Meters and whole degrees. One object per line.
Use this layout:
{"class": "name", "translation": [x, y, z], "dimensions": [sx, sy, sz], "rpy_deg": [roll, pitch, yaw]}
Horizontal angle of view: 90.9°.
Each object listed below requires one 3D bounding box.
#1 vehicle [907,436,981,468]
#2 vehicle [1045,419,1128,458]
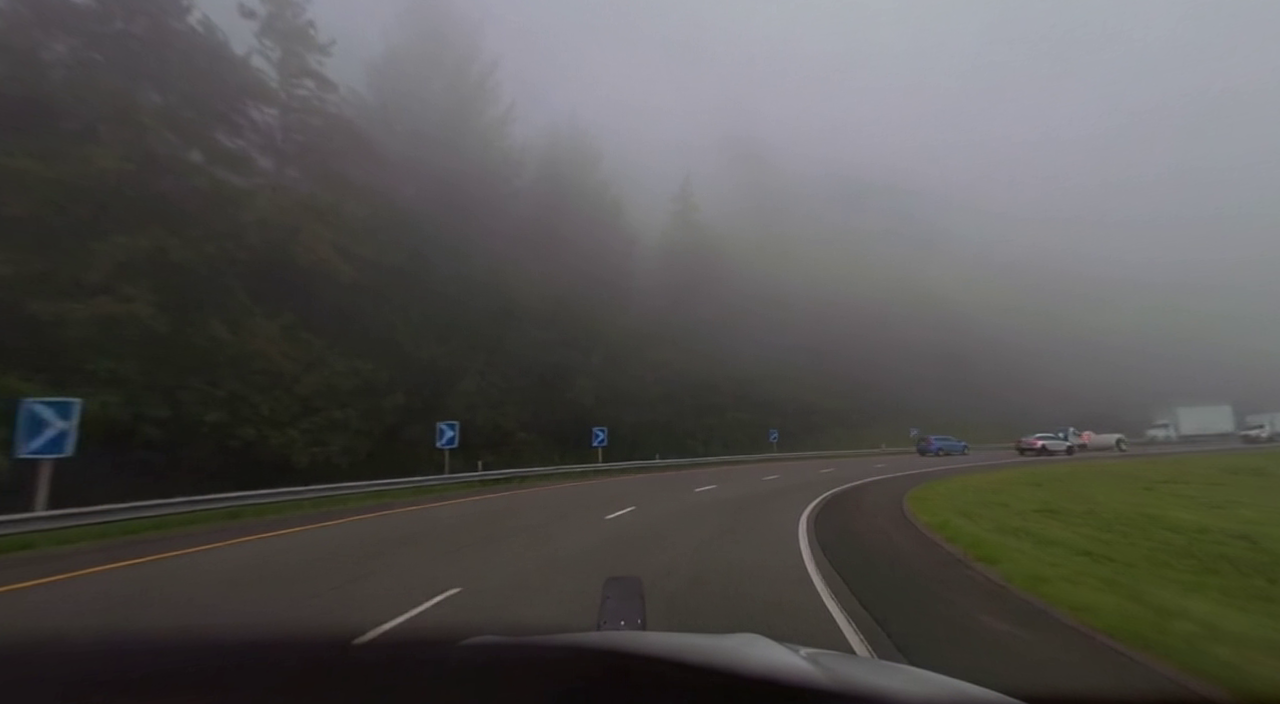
{"class": "vehicle", "translation": [17.196, 5.631, 35.586], "dimensions": [4.325, 1.674, 2.221], "rpy_deg": [8, -12, -42]}
{"class": "vehicle", "translation": [34.284, 6.658, 48.387], "dimensions": [5.981, 2.823, 2.498], "rpy_deg": [4, -10, -27]}
